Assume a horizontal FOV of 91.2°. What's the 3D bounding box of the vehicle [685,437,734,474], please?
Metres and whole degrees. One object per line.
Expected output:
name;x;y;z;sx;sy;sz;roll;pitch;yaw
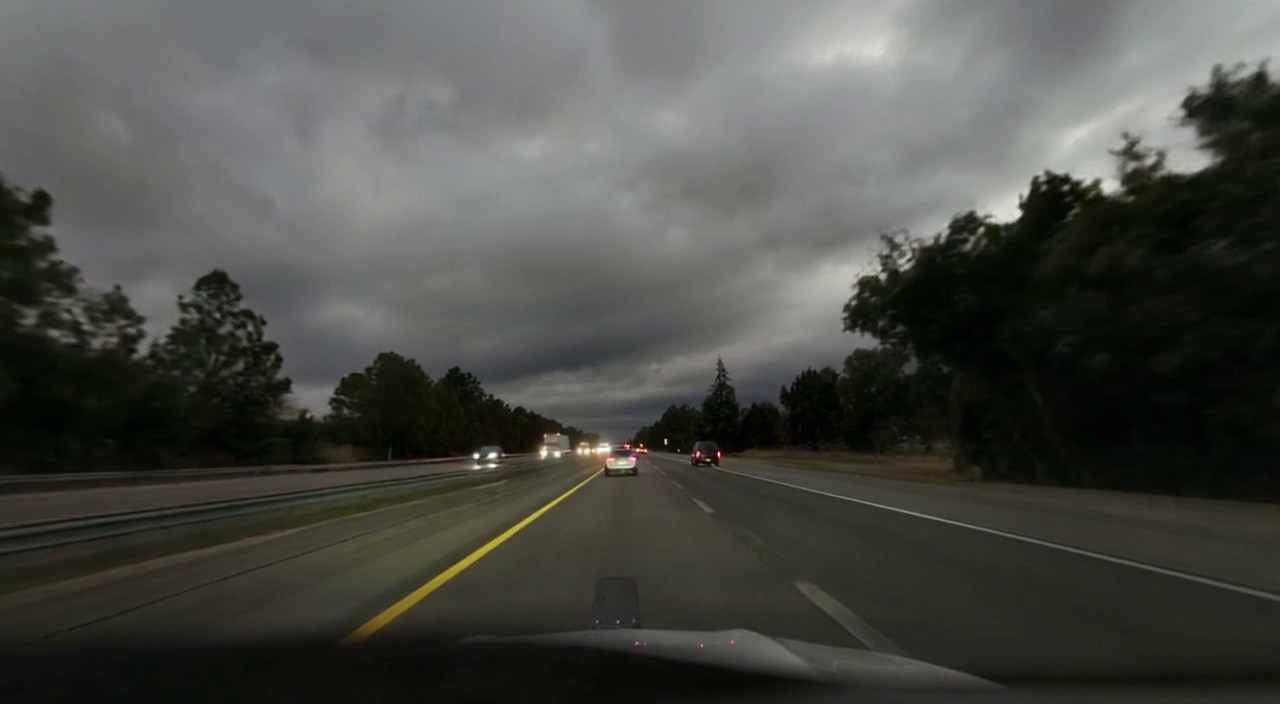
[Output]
vehicle;3.880;5.918;35.899;2.179;1.930;4.538;0;-9;-1

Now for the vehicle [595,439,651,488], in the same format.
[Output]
vehicle;-0.625;4.245;24.153;1.963;1.711;4.284;0;-9;-1
